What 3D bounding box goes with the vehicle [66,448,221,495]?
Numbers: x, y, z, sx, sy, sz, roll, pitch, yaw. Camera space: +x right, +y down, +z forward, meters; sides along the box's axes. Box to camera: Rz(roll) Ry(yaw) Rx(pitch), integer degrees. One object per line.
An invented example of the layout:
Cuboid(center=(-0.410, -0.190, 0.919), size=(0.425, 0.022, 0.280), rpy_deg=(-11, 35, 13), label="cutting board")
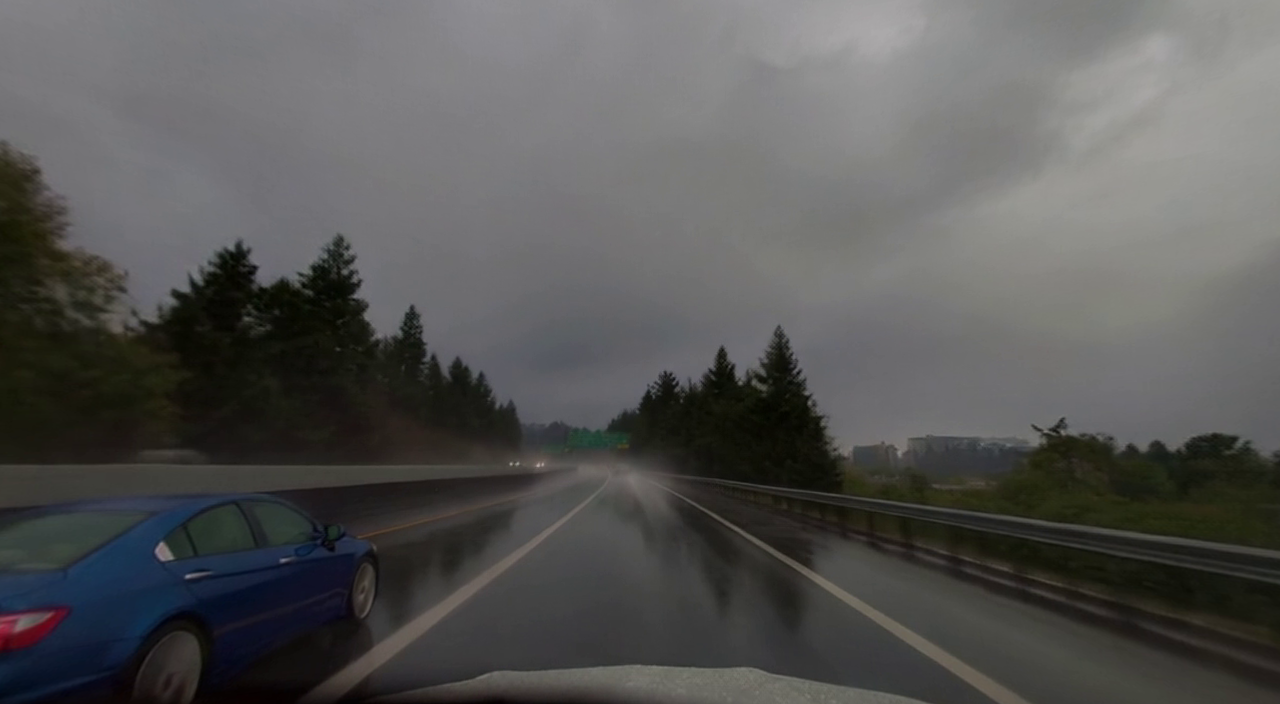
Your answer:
Cuboid(center=(-17.667, 4.303, 22.775), size=(1.882, 1.481, 4.548), rpy_deg=(1, -11, -1), label="vehicle")
